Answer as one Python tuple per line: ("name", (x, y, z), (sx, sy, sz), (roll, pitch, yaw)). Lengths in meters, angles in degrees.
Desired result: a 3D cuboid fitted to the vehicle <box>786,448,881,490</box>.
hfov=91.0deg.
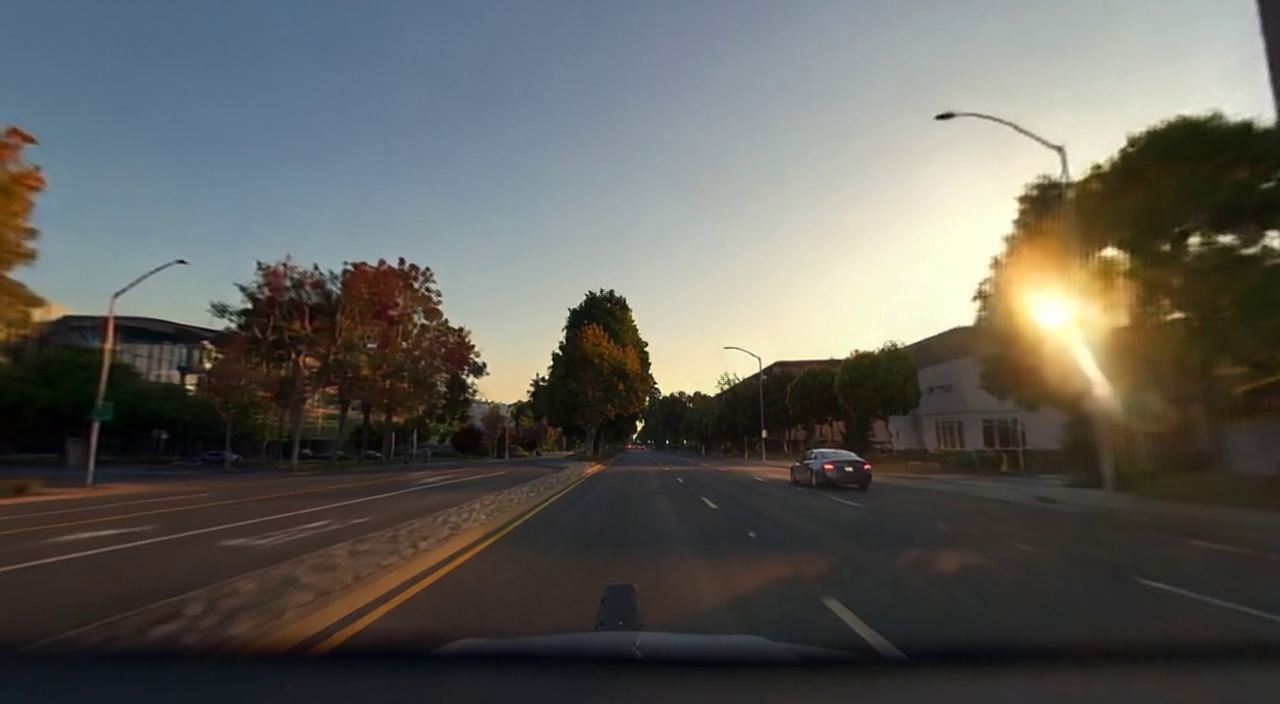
("vehicle", (7.136, 4.350, 23.783), (2.054, 1.421, 4.487), (0, -9, -1))
